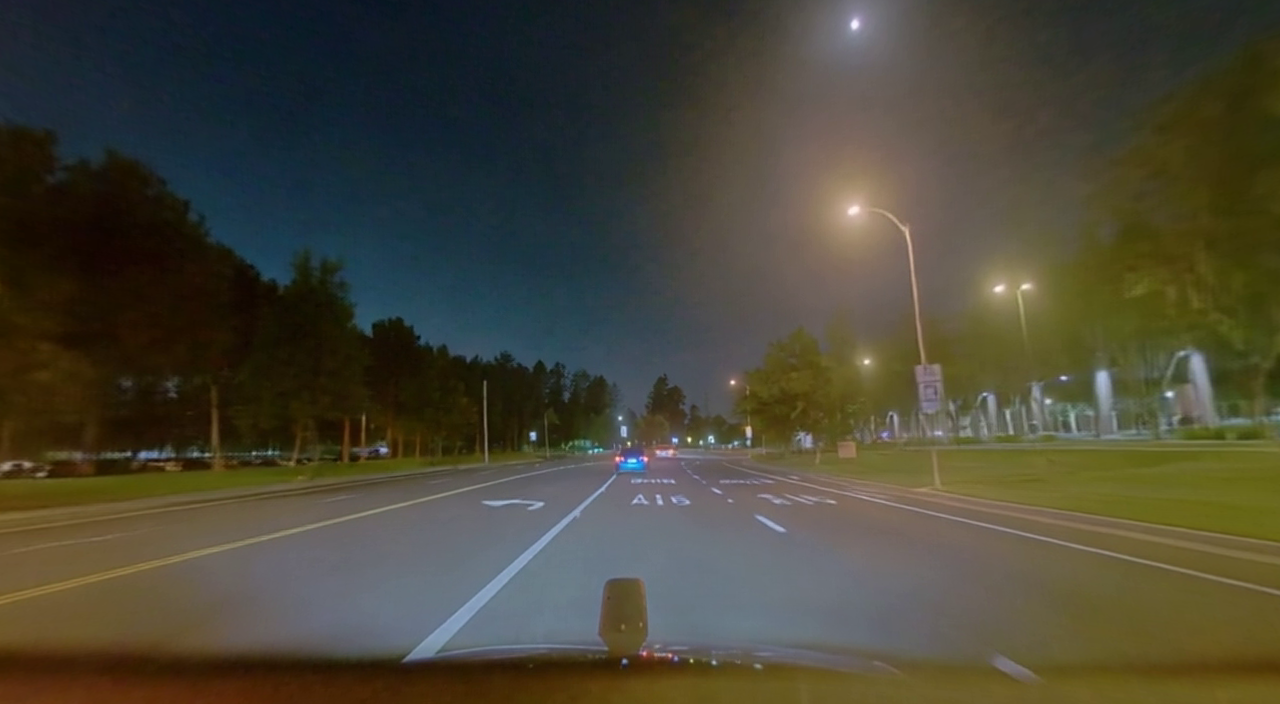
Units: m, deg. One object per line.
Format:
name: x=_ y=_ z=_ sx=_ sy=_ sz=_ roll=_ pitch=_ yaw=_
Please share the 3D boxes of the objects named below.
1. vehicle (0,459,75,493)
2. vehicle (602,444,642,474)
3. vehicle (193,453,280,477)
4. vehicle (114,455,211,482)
vehicle: x=-30.080 y=5.892 z=30.014 sx=4.333 sy=1.448 sz=2.097 roll=-1 pitch=-8 yaw=2
vehicle: x=-0.905 y=5.663 z=33.683 sx=1.978 sy=1.499 sz=3.915 roll=-1 pitch=-8 yaw=1
vehicle: x=-30.389 y=8.513 z=47.622 sx=4.923 sy=1.697 sz=2.209 roll=0 pitch=-8 yaw=-4
vehicle: x=-30.328 y=7.403 z=40.180 sx=4.455 sy=1.566 sz=2.029 roll=0 pitch=-8 yaw=-2
